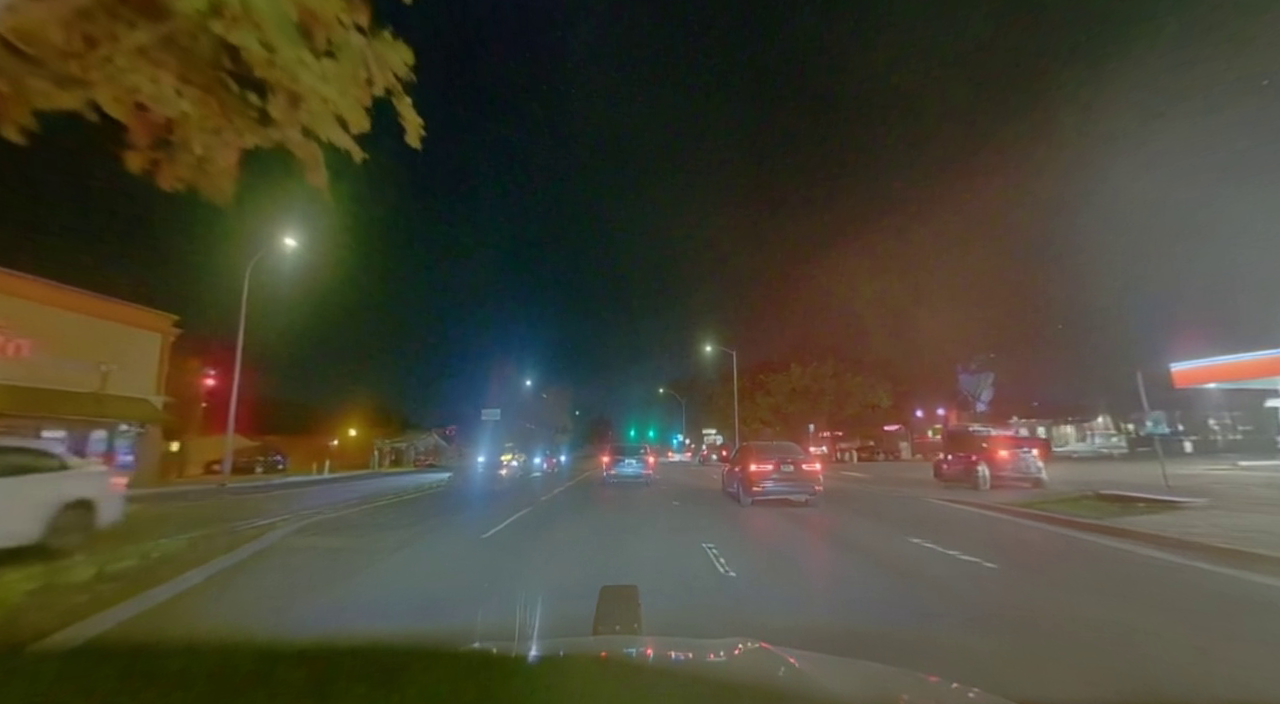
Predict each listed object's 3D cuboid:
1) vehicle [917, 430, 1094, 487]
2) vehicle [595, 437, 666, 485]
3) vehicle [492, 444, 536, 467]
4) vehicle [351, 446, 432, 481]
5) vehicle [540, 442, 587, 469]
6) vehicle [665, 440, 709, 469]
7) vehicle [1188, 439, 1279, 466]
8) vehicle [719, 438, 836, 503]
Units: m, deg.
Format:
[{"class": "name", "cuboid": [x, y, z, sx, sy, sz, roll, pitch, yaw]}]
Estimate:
[{"class": "vehicle", "cuboid": [11.387, 3.316, 19.894, 4.291, 1.652, 2.122, 1, -9, -7]}, {"class": "vehicle", "cuboid": [-0.307, 3.751, 22.083, 2.232, 1.508, 4.319, 0, -8, 0]}, {"class": "vehicle", "cuboid": [-8.556, 7.057, 43.423, 2.116, 1.486, 4.669, 0, -9, 0]}, {"class": "vehicle", "cuboid": [-11.350, 5.092, 29.245, 1.919, 1.497, 4.565, 0, -9, 0]}, {"class": "vehicle", "cuboid": [-4.467, 6.105, 37.492, 2.129, 1.459, 4.358, 0, -9, 1]}, {"class": "vehicle", "cuboid": [2.607, 5.813, 36.028, 2.098, 1.527, 3.966, 0, -9, -2]}, {"class": "vehicle", "cuboid": [33.603, 5.544, 35.090, 4.641, 1.440, 1.810, 0, -8, 1]}, {"class": "vehicle", "cuboid": [3.426, 3.038, 16.670, 2.060, 1.471, 4.168, 0, -9, -1]}]
